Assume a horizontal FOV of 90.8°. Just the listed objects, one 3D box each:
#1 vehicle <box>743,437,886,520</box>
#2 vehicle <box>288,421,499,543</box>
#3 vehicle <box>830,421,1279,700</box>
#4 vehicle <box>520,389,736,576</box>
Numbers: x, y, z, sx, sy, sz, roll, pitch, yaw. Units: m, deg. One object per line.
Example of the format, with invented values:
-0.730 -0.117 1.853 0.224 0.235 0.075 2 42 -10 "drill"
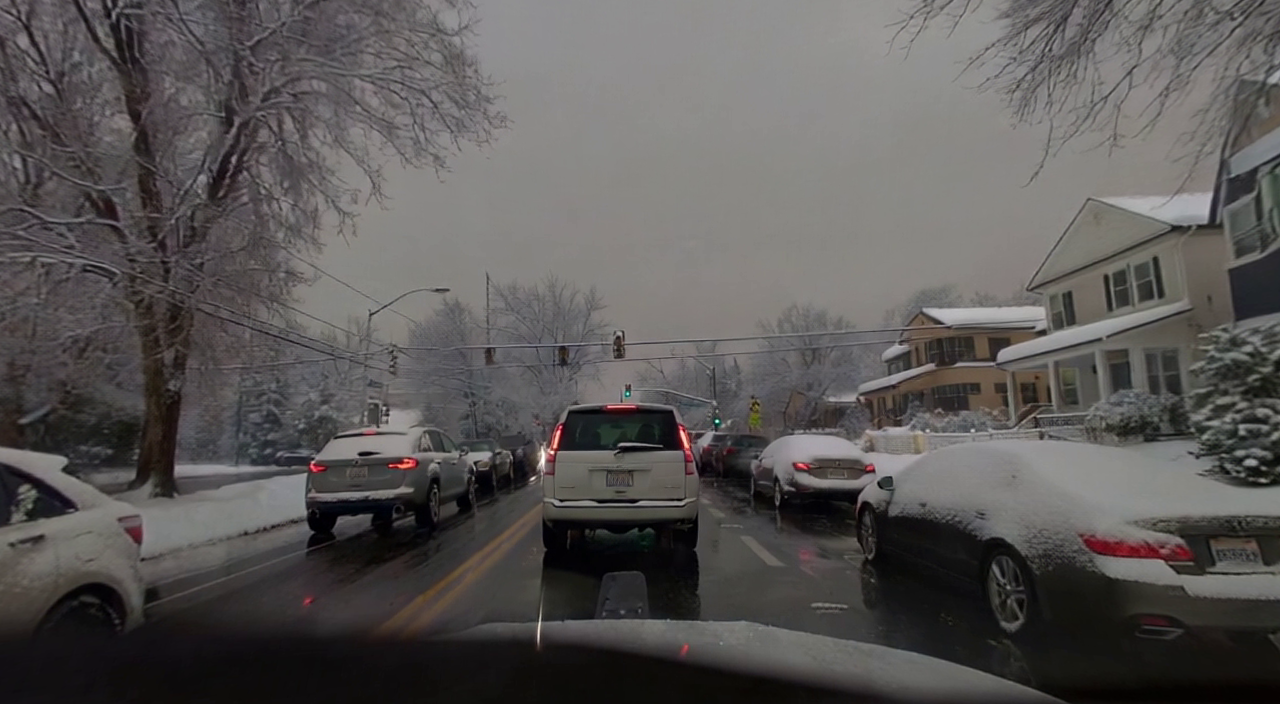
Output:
3.477 2.572 13.412 1.880 1.476 3.932 0 -8 0 "vehicle"
-3.722 2.026 10.518 1.864 1.576 4.324 0 -8 -2 "vehicle"
3.473 1.462 5.770 1.977 1.480 4.589 0 -8 -1 "vehicle"
-0.207 1.622 8.569 2.164 1.867 4.254 0 -8 -2 "vehicle"
